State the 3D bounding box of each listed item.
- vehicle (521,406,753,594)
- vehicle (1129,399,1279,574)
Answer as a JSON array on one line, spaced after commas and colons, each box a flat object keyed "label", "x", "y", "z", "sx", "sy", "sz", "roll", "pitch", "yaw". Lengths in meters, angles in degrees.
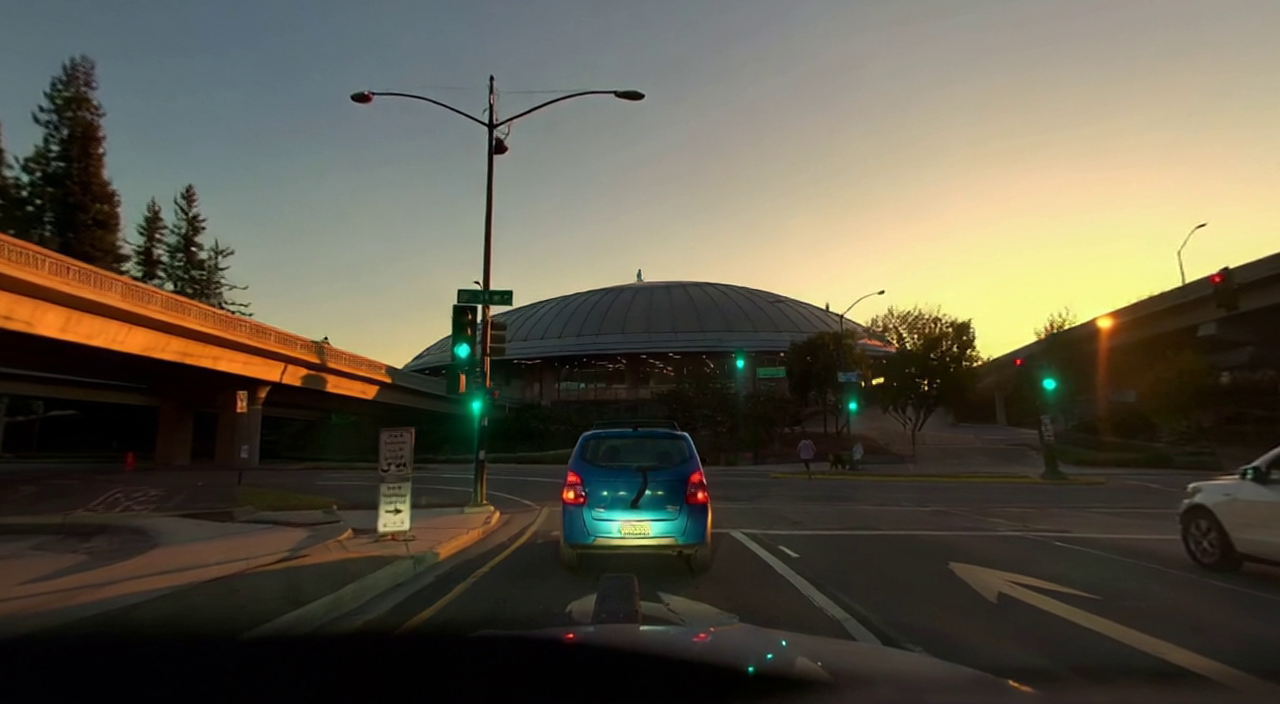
[{"label": "vehicle", "x": -0.004, "y": 1.556, "z": 7.345, "sx": 1.976, "sy": 1.584, "sz": 3.772, "roll": 0, "pitch": -9, "yaw": 1}, {"label": "vehicle", "x": 7.617, "y": 1.333, "z": 6.097, "sx": 2.055, "sy": 1.776, "sz": 4.646, "roll": 0, "pitch": -9, "yaw": 1}]
